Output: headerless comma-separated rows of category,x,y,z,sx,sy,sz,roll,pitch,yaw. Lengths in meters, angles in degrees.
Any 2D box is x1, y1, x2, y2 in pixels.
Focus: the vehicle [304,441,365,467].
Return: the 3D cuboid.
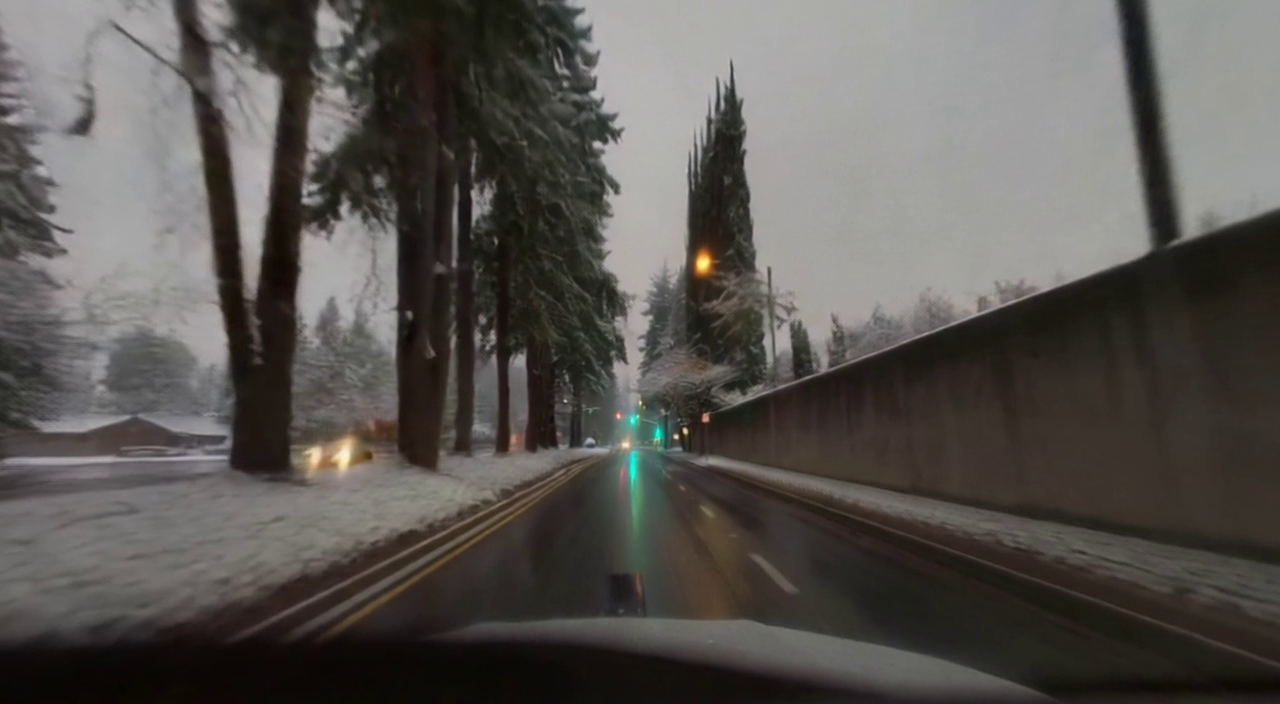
vehicle,-20.809,6.963,43.098,1.896,1.689,4.599,0,-8,0
